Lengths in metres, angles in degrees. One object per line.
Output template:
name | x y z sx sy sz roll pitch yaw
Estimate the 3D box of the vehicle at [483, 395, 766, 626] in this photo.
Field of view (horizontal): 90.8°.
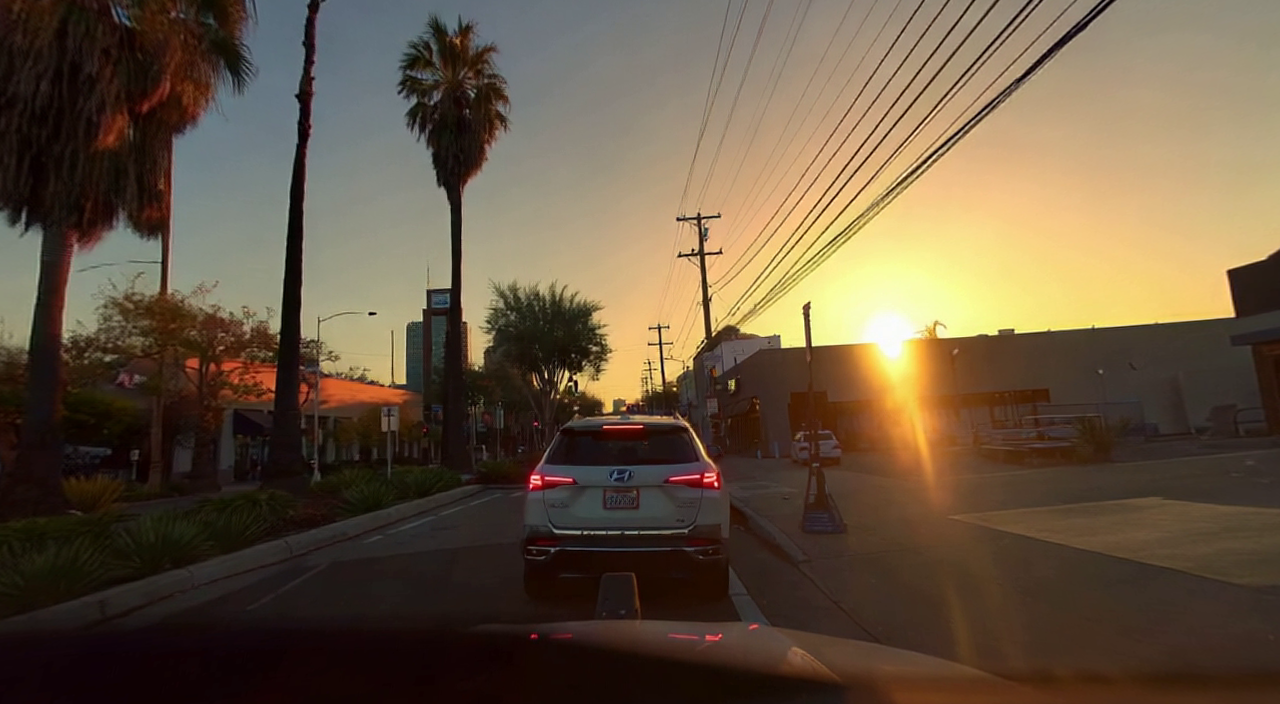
vehicle | -0.198 1.452 6.680 2.105 1.702 3.750 0 -8 -3
